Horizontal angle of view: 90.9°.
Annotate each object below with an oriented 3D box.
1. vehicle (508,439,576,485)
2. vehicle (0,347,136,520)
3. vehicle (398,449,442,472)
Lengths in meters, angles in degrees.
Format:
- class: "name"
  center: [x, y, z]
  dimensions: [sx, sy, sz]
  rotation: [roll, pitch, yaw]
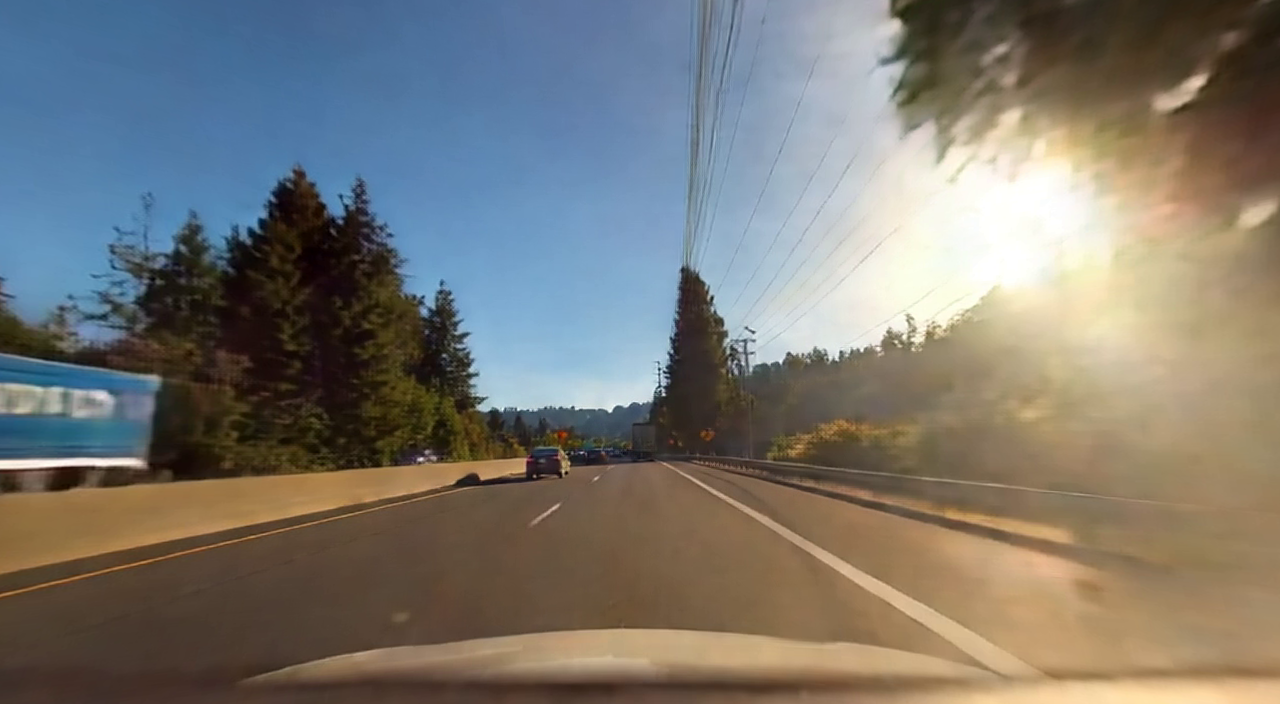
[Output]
- class: "vehicle"
  center: [-3.933, 4.507, 26.049]
  dimensions: [2.111, 1.735, 4.066]
  rotation: [0, -9, 0]
- class: "vehicle"
  center: [-16.674, 1.192, 10.051]
  dimensions: [3.467, 3.980, 16.803]
  rotation: [0, -9, 0]
- class: "vehicle"
  center: [-15.932, 7.884, 45.844]
  dimensions: [1.827, 1.579, 3.858]
  rotation: [0, -9, -1]
